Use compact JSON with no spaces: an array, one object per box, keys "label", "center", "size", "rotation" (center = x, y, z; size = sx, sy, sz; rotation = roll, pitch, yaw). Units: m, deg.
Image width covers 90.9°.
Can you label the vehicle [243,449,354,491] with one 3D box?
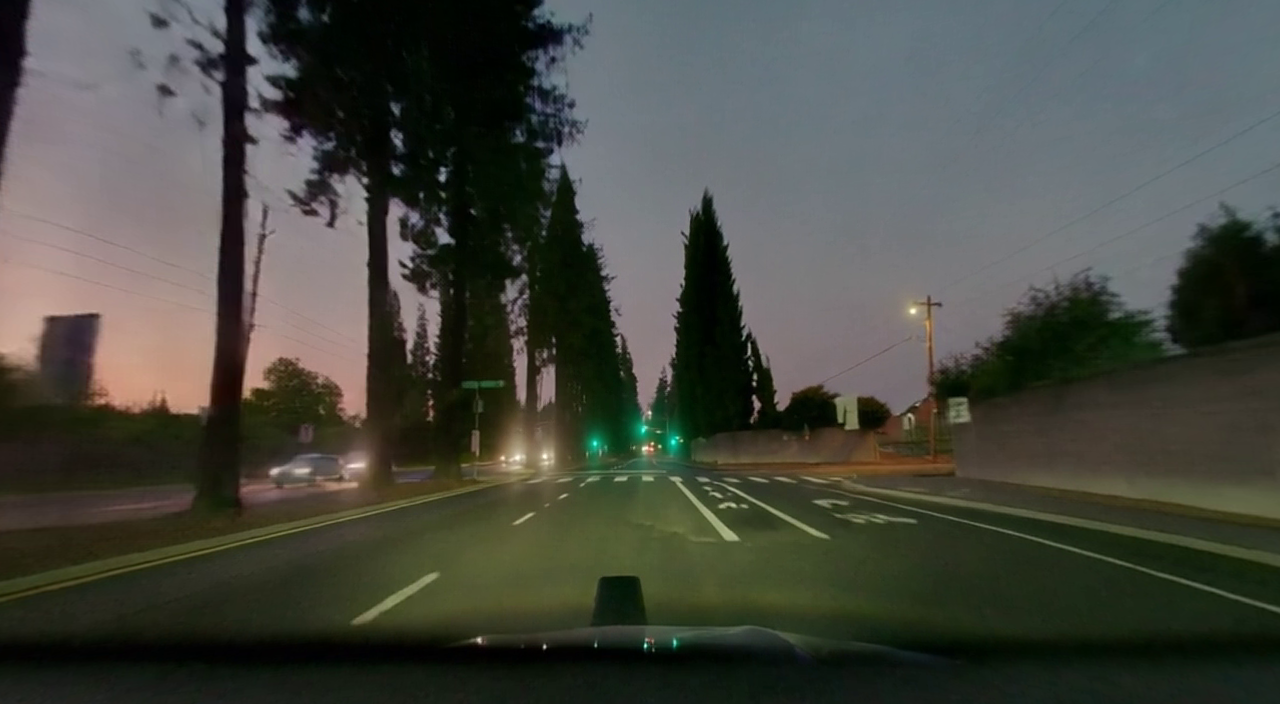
[{"label":"vehicle","center":[-13.618,4.708,25.483],"size":[1.883,1.484,4.464],"rotation":[0,-8,1]}]
